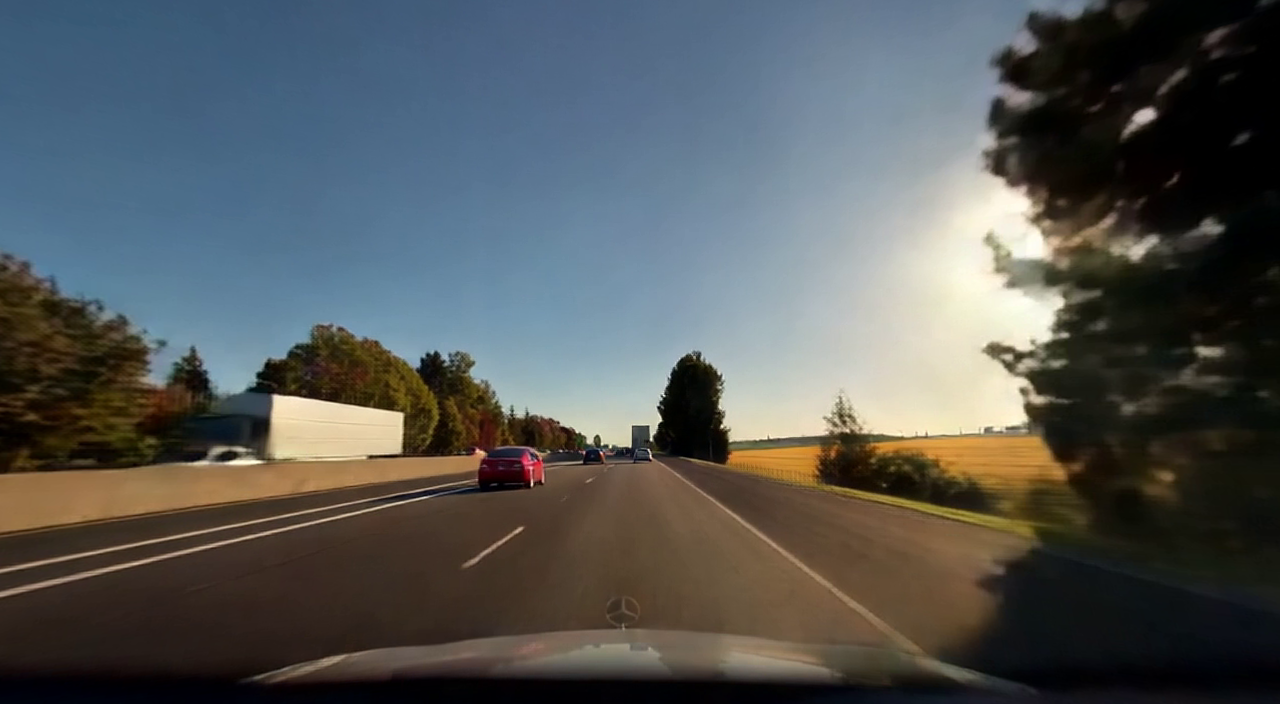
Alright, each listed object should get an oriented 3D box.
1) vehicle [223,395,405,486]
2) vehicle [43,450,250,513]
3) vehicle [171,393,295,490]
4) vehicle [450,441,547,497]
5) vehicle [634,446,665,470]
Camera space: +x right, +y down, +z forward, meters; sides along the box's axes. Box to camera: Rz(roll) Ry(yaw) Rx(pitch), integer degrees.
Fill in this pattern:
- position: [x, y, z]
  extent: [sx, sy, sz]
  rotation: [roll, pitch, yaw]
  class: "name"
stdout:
- position: [-17.228, 5.065, 35.343]
  extent: [2.889, 4.027, 13.945]
  rotation: [0, -9, -1]
  class: "vehicle"
- position: [-12.775, 3.342, 16.821]
  extent: [1.865, 1.431, 4.524]
  rotation: [0, -9, 0]
  class: "vehicle"
- position: [-17.150, 3.789, 26.826]
  extent: [3.087, 3.865, 2.819]
  rotation: [0, -9, -1]
  class: "vehicle"
- position: [-4.330, 3.654, 19.998]
  extent: [2.172, 1.548, 3.953]
  rotation: [0, -9, 0]
  class: "vehicle"
- position: [0.612, 7.343, 43.775]
  extent: [1.992, 1.593, 3.937]
  rotation: [0, -9, -1]
  class: "vehicle"
